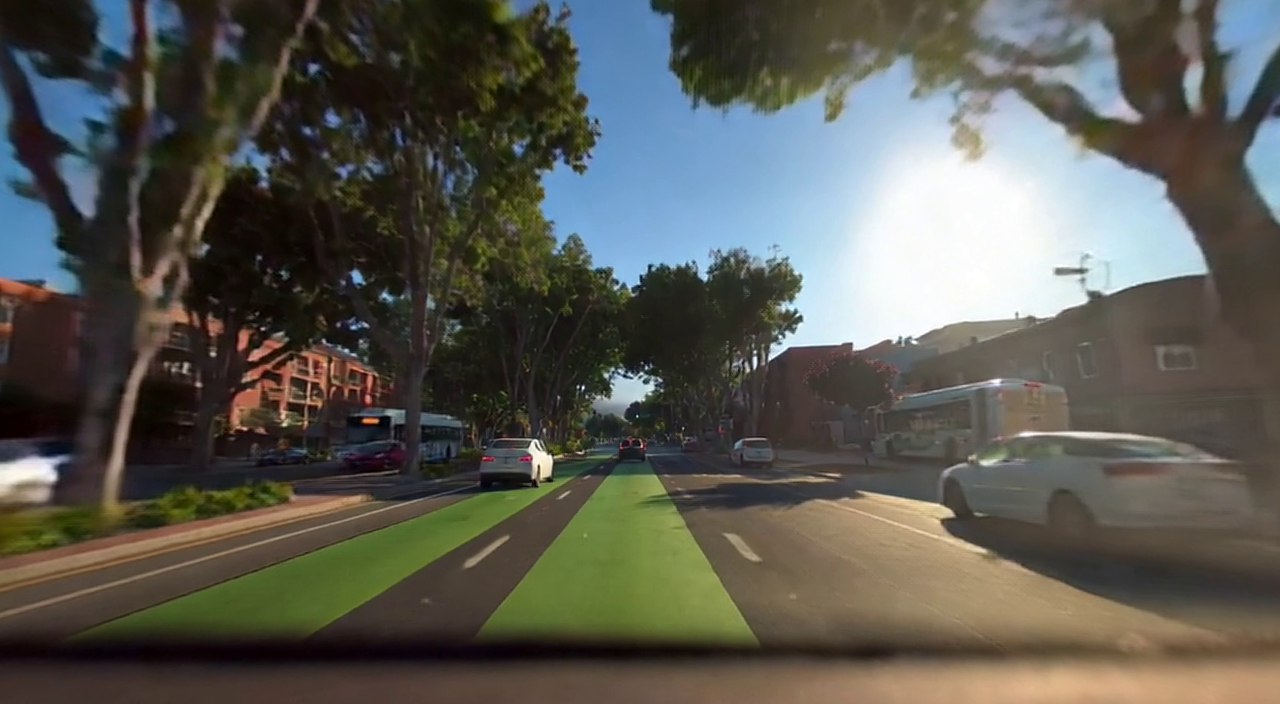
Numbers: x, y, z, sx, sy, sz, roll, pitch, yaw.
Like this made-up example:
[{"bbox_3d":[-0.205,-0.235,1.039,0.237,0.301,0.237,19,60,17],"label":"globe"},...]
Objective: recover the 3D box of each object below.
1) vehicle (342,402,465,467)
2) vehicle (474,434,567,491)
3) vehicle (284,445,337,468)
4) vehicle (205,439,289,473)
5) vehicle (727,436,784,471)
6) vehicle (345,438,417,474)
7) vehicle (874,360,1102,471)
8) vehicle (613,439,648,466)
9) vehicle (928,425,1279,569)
[{"bbox_3d":[-15.542,5.752,43.371,3.303,3.710,13.912,0,-8,-1],"label":"vehicle"},{"bbox_3d":[-3.456,3.293,19.161,1.934,1.522,4.287,0,-8,1],"label":"vehicle"},{"bbox_3d":[-22.125,7.032,42.585,1.655,1.455,3.653,0,-9,-2],"label":"vehicle"},{"bbox_3d":[-22.223,5.872,35.966,2.051,1.761,4.345,0,-8,-2],"label":"vehicle"},{"bbox_3d":[6.410,5.695,35.860,2.206,1.803,5.753,0,-8,1],"label":"vehicle"},{"bbox_3d":[-12.035,4.848,29.633,1.797,1.532,3.869,0,-8,-1],"label":"vehicle"},{"bbox_3d":[17.749,3.780,34.976,3.225,4.571,16.558,-3,-8,0],"label":"vehicle"},{"bbox_3d":[-0.510,5.993,37.766,1.999,1.520,3.896,0,-8,0],"label":"vehicle"},{"bbox_3d":[6.314,1.924,9.194,2.130,1.584,4.181,0,-8,-2],"label":"vehicle"}]
